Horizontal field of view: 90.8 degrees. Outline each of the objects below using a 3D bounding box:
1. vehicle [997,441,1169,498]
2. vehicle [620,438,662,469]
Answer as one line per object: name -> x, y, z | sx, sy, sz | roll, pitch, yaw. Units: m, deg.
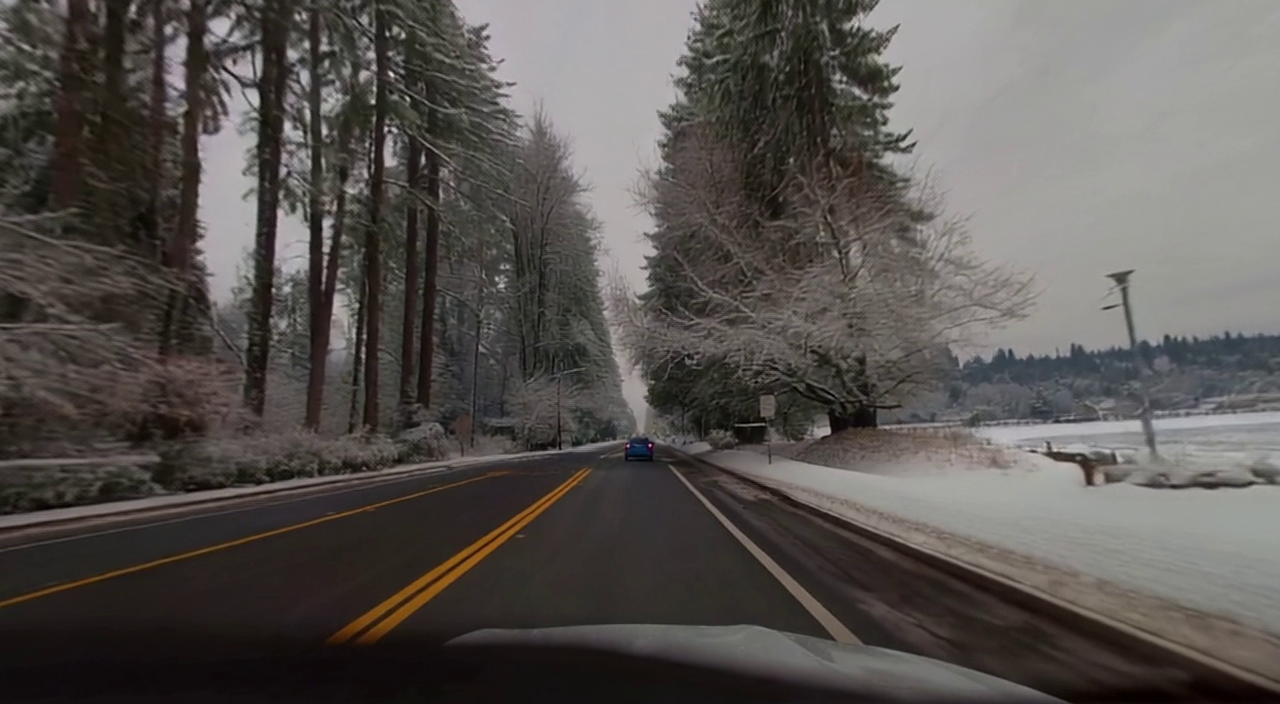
vehicle -> 13.236, 3.516, 19.289 | 1.766, 1.463, 4.445 | 3, -9, -5
vehicle -> -0.007, 5.263, 32.906 | 2.067, 1.486, 3.861 | 0, -9, -1
